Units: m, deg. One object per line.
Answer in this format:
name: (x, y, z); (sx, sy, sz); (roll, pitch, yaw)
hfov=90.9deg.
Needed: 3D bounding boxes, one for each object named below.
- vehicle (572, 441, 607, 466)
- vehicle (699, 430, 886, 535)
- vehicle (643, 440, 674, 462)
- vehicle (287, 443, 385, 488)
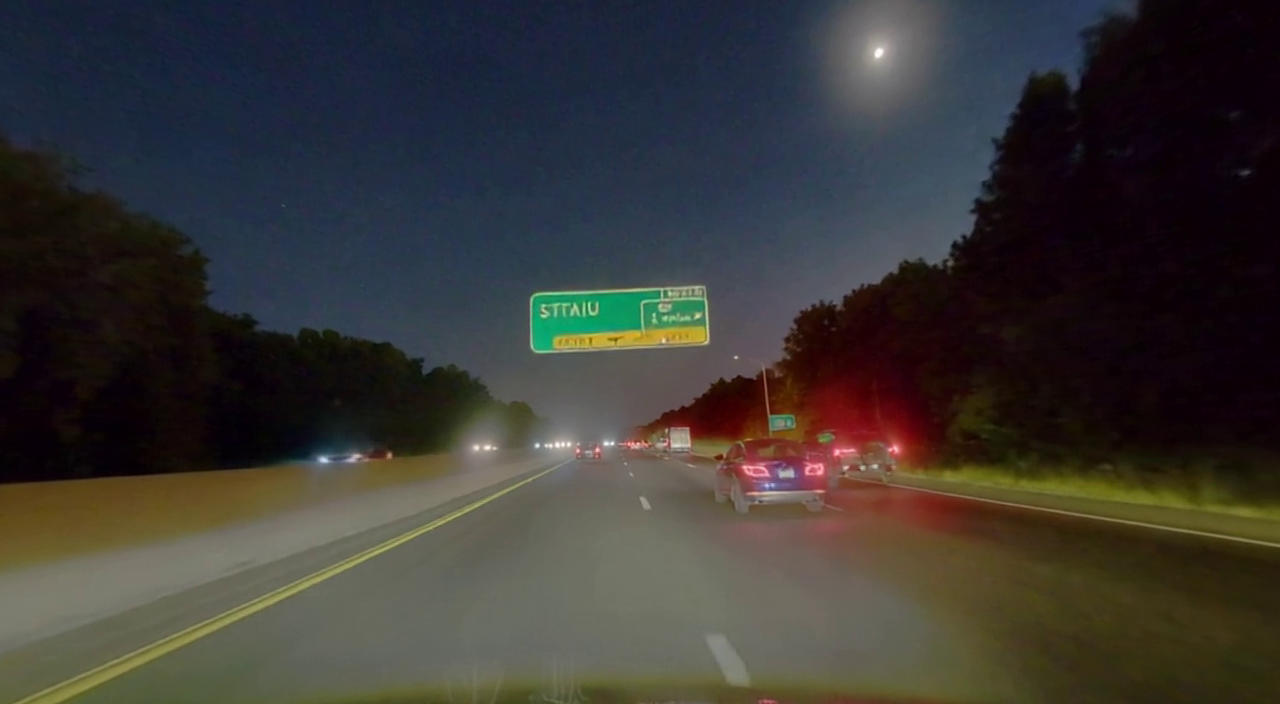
vehicle: (-3.142, 6.385, 39.878); (2.055, 1.466, 4.317); (0, -8, -3)
vehicle: (2.450, 2.223, 11.596); (1.961, 1.495, 4.743); (1, -8, -4)
vehicle: (1.330, 7.337, 46.813); (1.995, 1.556, 3.893); (0, -8, -4)
vehicle: (-11.361, 4.218, 23.890); (1.918, 1.515, 3.988); (0, -8, -3)
